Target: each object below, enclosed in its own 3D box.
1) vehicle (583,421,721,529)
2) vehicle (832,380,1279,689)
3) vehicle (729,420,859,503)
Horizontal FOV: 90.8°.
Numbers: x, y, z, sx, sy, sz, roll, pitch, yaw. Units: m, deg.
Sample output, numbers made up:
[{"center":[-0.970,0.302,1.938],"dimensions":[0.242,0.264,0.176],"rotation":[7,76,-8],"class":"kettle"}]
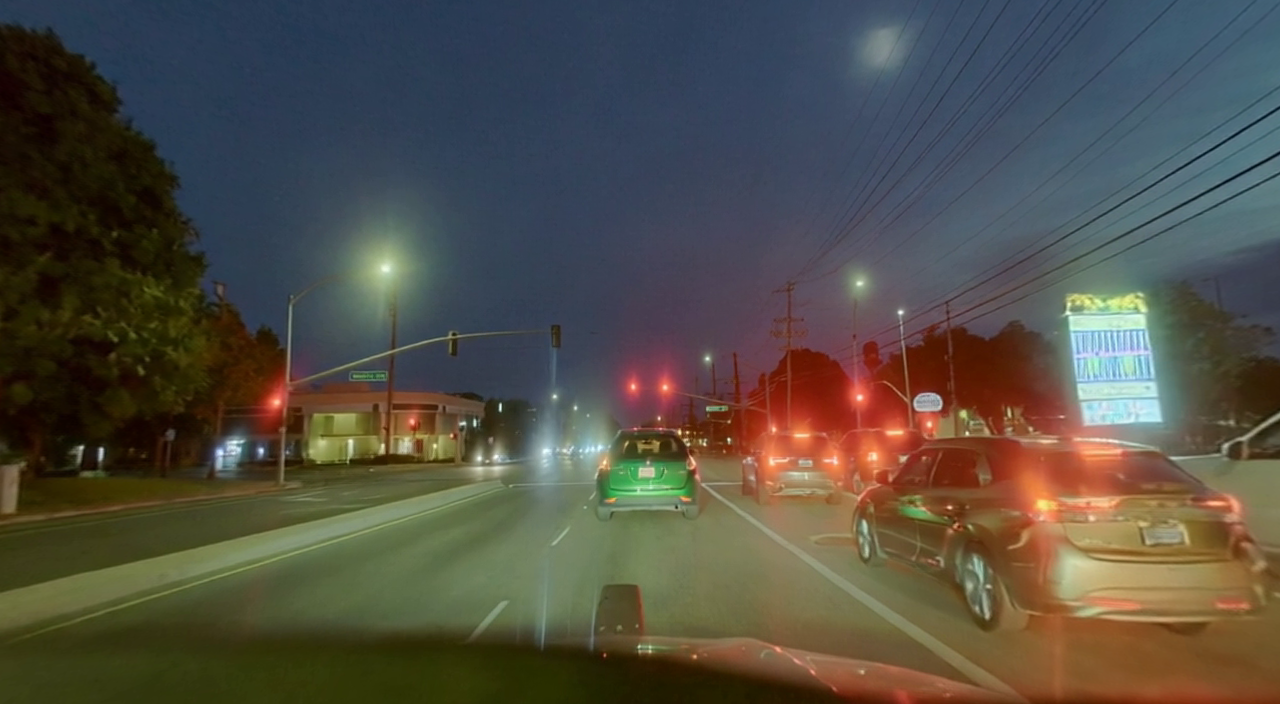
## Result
[{"center":[0.185,2.216,11.891],"dimensions":[2.149,1.668,3.962],"rotation":[0,-9,0],"class":"vehicle"},{"center":[3.339,1.273,5.526],"dimensions":[1.998,1.620,4.267],"rotation":[0,-9,1],"class":"vehicle"},{"center":[3.698,2.747,16.229],"dimensions":[2.060,1.789,4.712],"rotation":[0,-9,-1],"class":"vehicle"}]
